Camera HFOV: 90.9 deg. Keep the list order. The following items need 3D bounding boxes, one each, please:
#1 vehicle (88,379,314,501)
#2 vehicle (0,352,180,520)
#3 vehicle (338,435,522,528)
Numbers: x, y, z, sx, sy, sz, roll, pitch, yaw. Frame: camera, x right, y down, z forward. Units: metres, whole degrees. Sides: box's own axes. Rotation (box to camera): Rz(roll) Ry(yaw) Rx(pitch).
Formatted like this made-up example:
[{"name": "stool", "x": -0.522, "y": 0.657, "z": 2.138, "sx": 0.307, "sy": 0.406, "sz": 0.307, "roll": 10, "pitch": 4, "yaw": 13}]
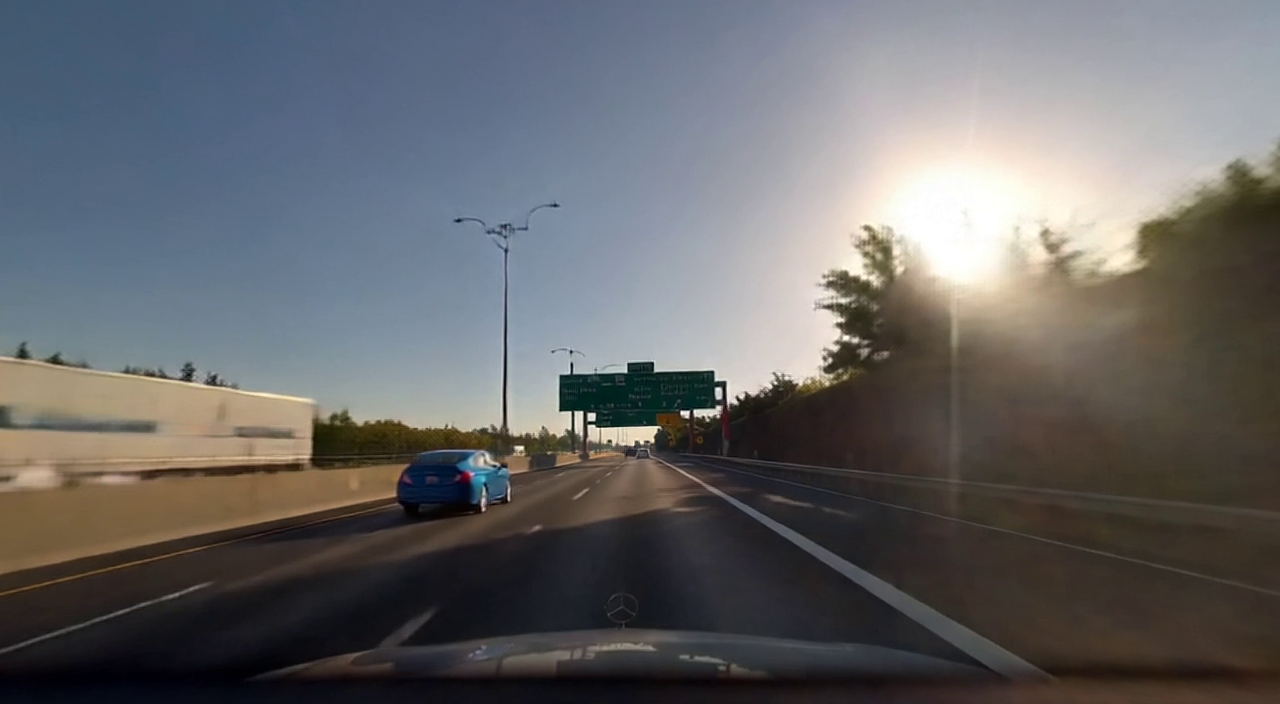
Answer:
[{"name": "vehicle", "x": -16.715, "y": 3.557, "z": 25.120, "sx": 2.844, "sy": 4.017, "sz": 8.298, "roll": 0, "pitch": -9, "yaw": 0}, {"name": "vehicle", "x": -16.726, "y": 2.075, "z": 15.487, "sx": 3.005, "sy": 3.955, "sz": 10.110, "roll": 0, "pitch": -9, "yaw": 0}, {"name": "vehicle", "x": -4.021, "y": 2.573, "z": 13.088, "sx": 2.160, "sy": 1.552, "sz": 4.592, "roll": 0, "pitch": -9, "yaw": 1}]
